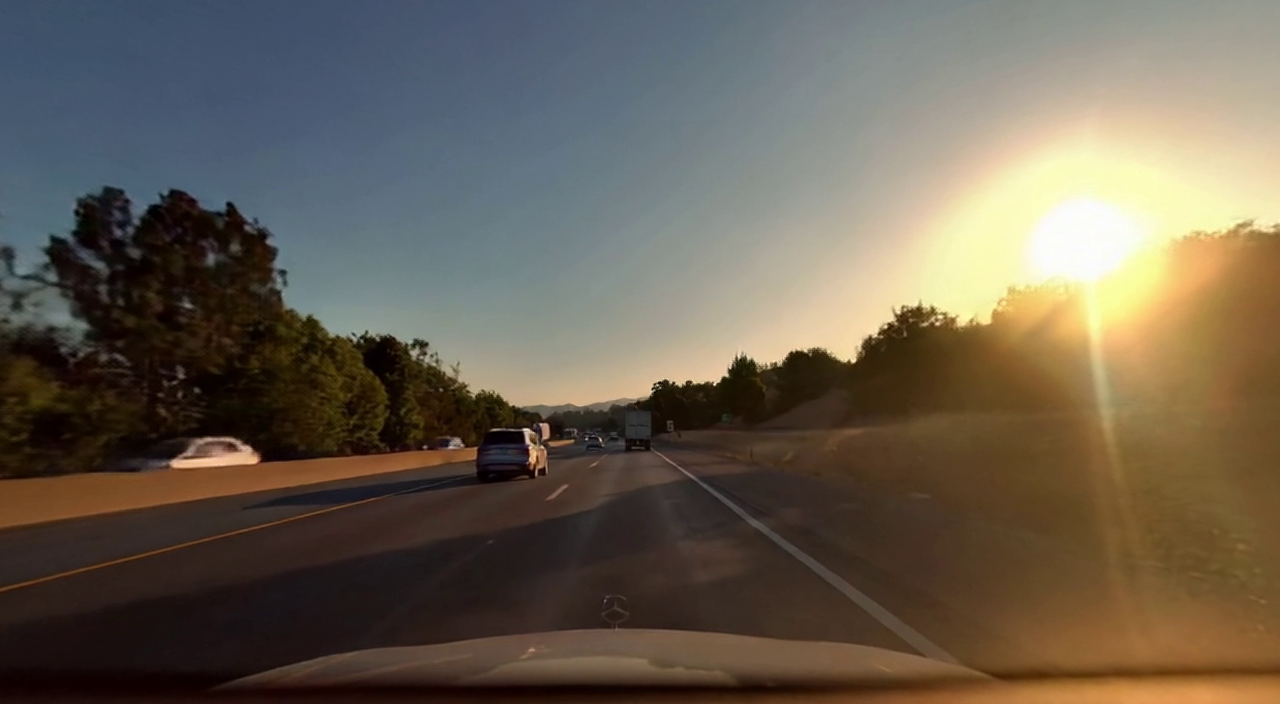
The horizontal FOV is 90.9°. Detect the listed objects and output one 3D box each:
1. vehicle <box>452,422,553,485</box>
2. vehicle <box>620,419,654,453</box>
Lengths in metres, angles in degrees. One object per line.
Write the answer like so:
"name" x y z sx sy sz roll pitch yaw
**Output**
"vehicle" -3.934 2.968 18.859 2.045 1.655 4.301 0 -8 0
"vehicle" -0.231 6.674 49.783 2.526 2.531 5.026 0 -8 -1
